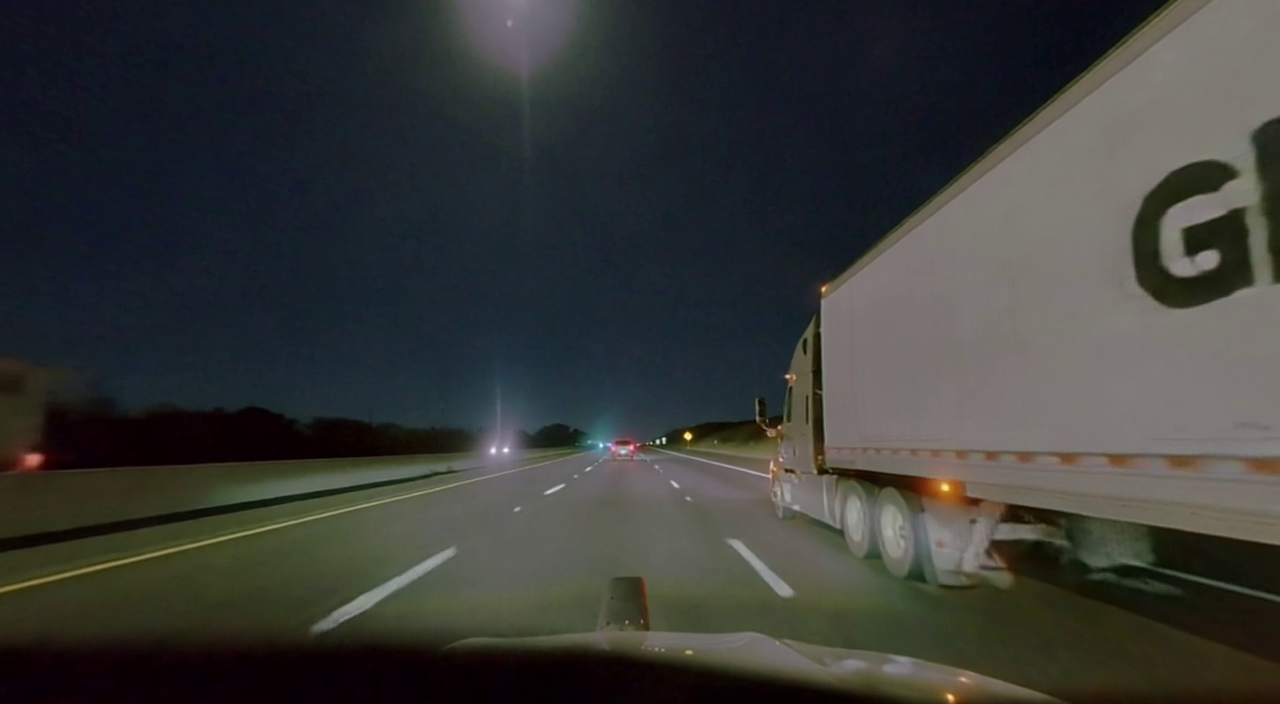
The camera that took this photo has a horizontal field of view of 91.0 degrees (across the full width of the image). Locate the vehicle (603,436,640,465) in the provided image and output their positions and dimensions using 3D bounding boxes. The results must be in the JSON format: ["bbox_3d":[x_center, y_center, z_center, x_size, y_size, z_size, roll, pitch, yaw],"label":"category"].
[{"bbox_3d":[-1.119,5.991,38.401,2.111,1.635,4.177,0,-8,-1],"label":"vehicle"}]
